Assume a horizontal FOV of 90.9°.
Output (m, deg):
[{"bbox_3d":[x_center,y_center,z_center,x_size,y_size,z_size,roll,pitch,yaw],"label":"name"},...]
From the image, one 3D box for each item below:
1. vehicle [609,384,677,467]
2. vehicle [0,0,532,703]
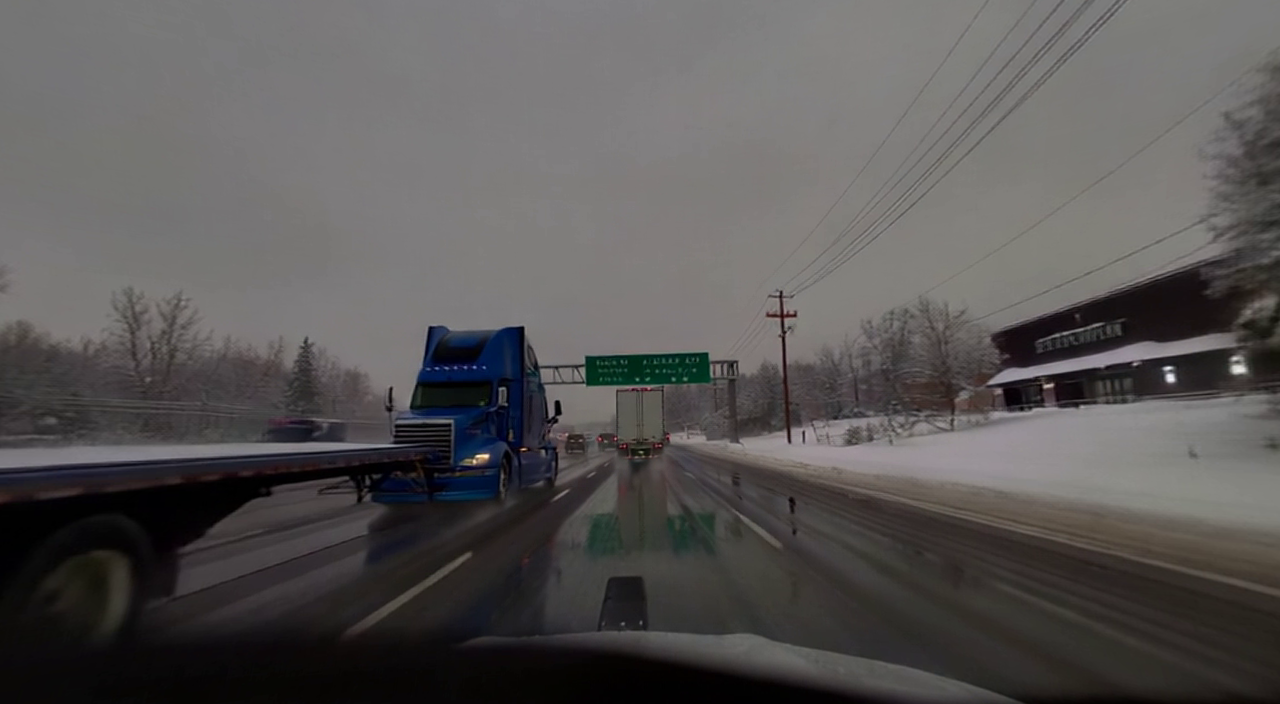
[{"bbox_3d":[0.123,3.934,32.454,2.941,3.604,9.851,0,-8,0],"label":"vehicle"},{"bbox_3d":[-3.912,0.161,6.070,2.875,4.083,15.756,0,-9,0],"label":"vehicle"}]
